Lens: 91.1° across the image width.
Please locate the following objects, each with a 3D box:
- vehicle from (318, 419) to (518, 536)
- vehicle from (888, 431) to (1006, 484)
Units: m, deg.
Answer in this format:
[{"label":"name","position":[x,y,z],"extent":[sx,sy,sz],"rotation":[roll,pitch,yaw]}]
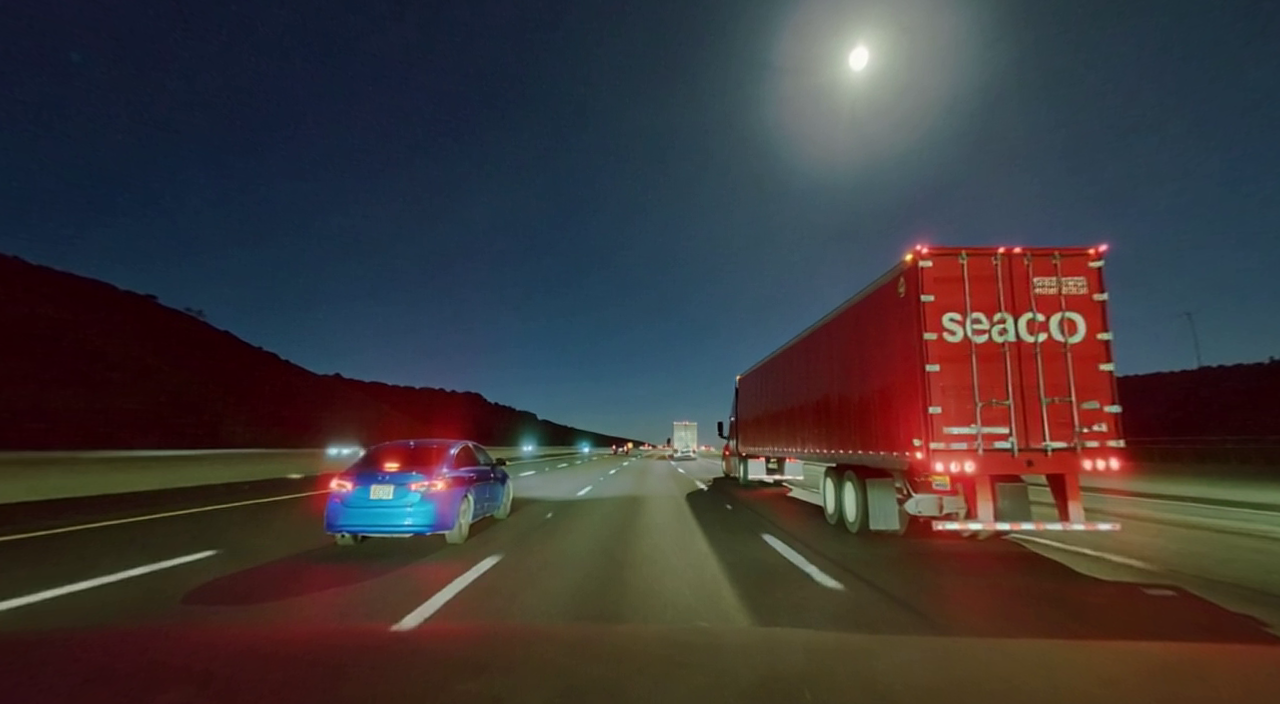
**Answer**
[{"label":"vehicle","position":[-3.504,2.055,10.809],"extent":[1.967,1.615,3.886],"rotation":[0,-8,1]},{"label":"vehicle","position":[11.188,3.886,23.350],"extent":[2.062,1.736,4.589],"rotation":[0,-8,0]}]
